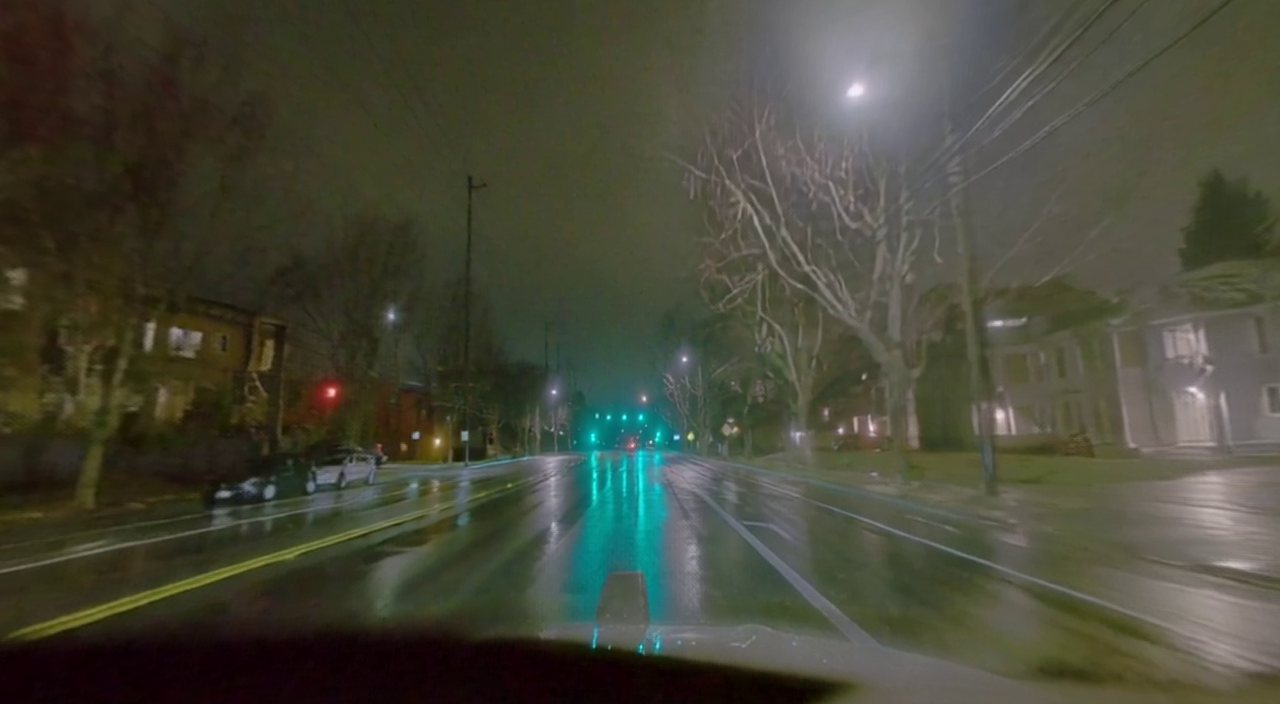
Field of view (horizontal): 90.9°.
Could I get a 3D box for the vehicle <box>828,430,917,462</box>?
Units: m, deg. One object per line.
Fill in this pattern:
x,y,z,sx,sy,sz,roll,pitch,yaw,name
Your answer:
14.147,5.723,38.652,4.907,1.693,2.081,0,-7,13,vehicle

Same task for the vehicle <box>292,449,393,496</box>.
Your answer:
-11.585,4.679,24.908,1.888,1.439,4.351,-2,-6,1,vehicle

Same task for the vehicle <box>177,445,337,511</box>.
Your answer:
-11.700,3.828,19.767,2.023,1.629,4.822,-2,-7,0,vehicle
